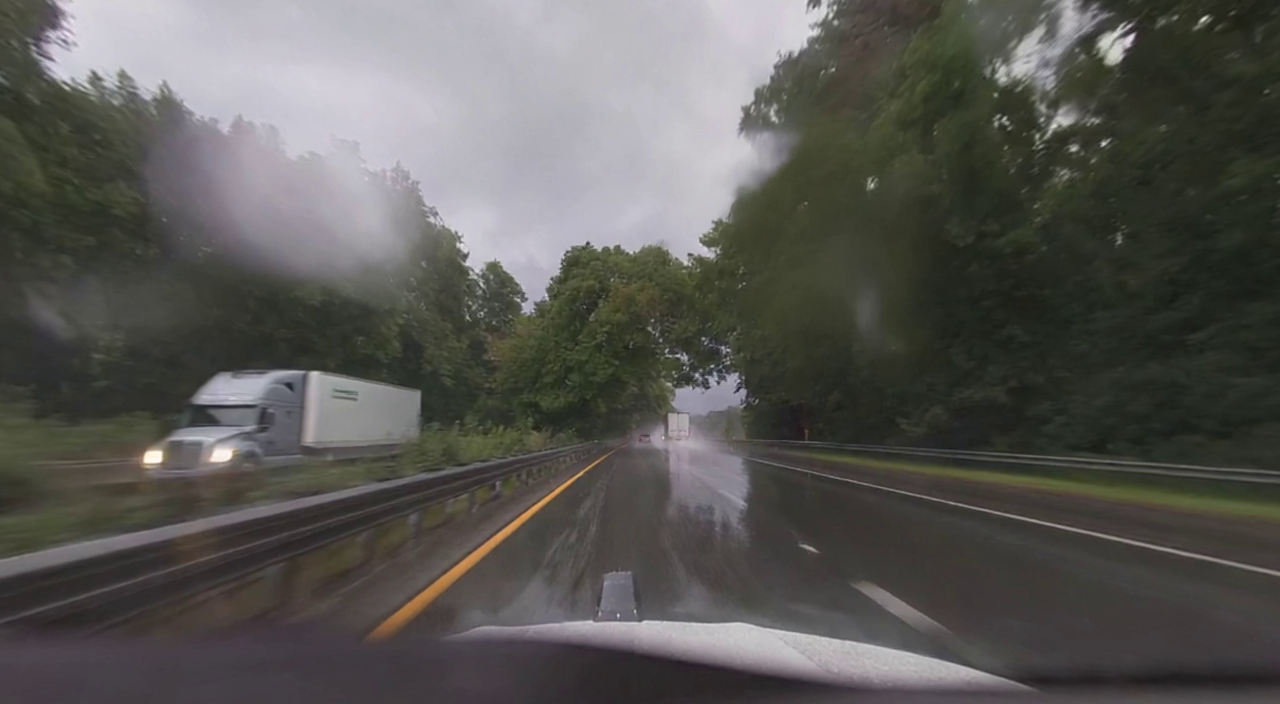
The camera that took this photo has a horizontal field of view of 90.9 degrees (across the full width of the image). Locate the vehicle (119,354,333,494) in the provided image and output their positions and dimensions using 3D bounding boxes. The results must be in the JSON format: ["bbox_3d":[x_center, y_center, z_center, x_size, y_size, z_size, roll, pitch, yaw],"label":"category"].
[{"bbox_3d":[-13.247,2.418,20.955,3.019,3.999,5.761,0,-8,0],"label":"vehicle"}]
